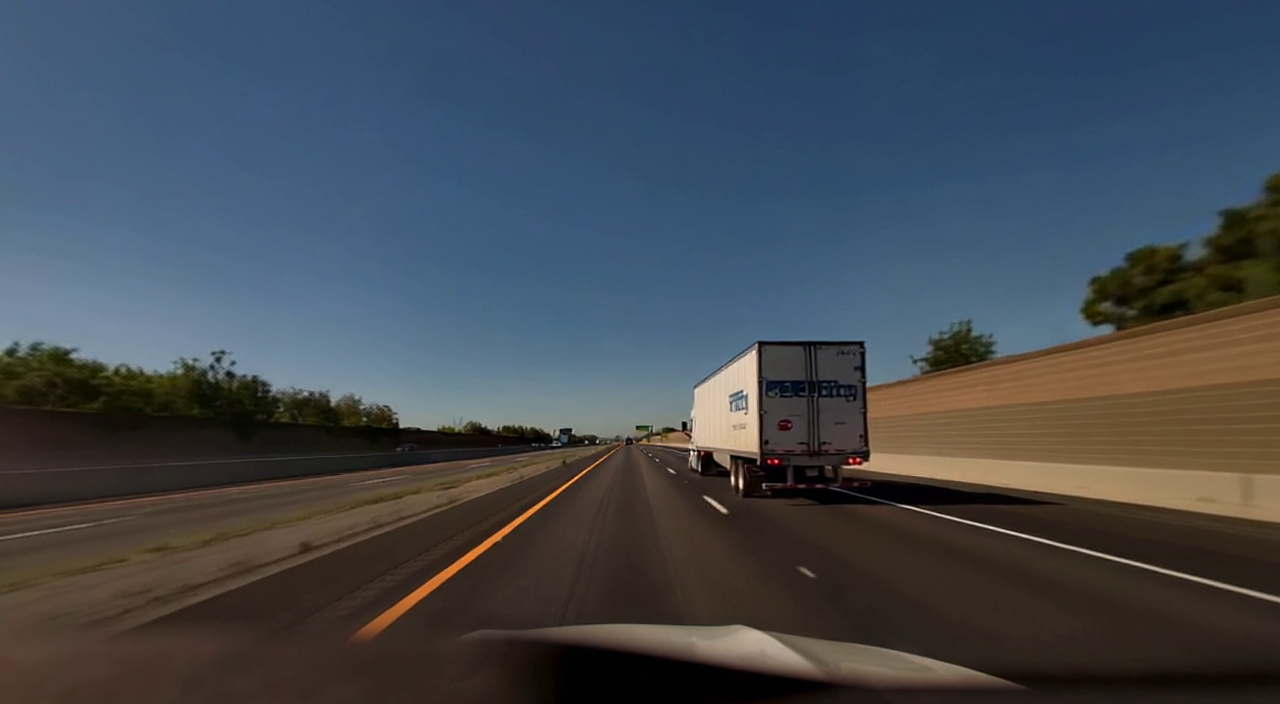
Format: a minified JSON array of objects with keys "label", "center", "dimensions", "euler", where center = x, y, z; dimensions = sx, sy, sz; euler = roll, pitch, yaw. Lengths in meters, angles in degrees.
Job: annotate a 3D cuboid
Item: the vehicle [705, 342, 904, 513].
[{"label":"vehicle","center":[3.447,1.902,15.443],"dimensions":[2.702,3.193,7.196],"euler":[0,-8,-2]}]
